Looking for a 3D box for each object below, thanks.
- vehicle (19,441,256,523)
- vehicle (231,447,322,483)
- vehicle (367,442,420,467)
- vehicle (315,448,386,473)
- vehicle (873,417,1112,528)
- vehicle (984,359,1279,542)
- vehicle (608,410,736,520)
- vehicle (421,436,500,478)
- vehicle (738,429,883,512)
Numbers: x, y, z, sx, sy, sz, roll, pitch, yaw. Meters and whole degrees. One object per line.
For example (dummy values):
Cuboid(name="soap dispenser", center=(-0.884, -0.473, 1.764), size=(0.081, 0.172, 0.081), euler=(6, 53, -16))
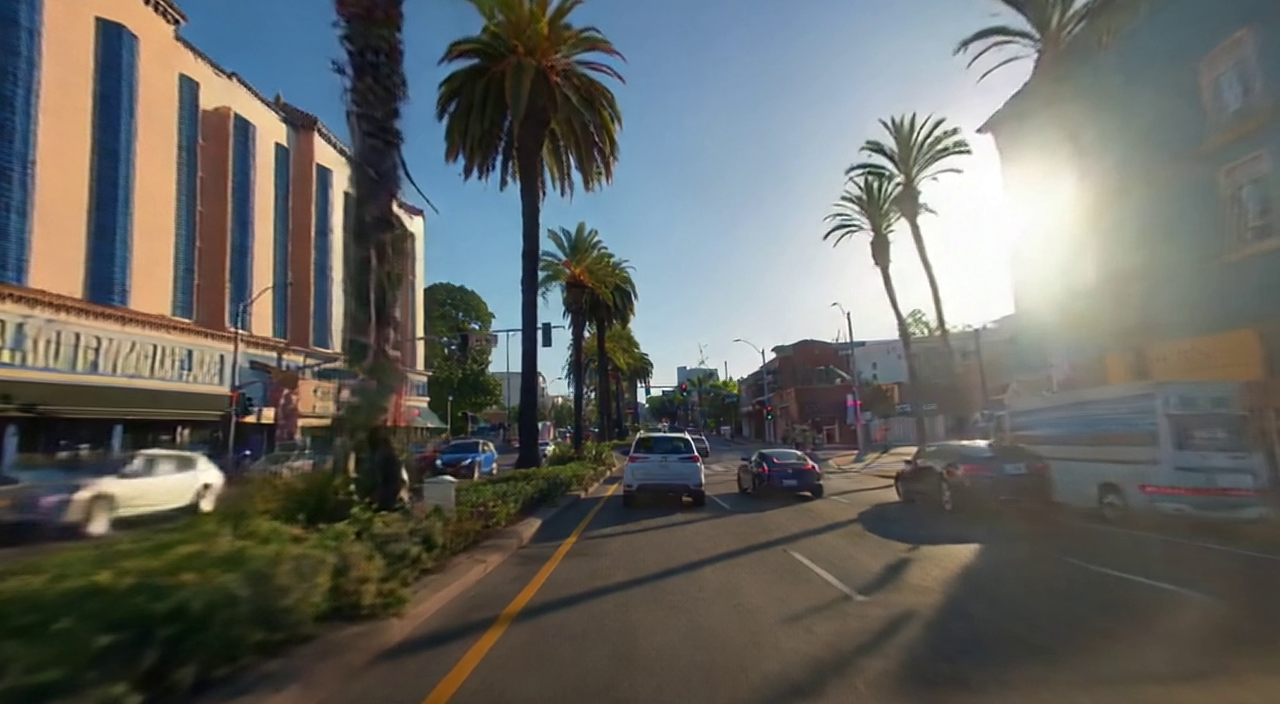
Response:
Cuboid(name="vehicle", center=(-11.872, 3.056, 15.435), size=(2.134, 1.699, 4.342), euler=(0, -9, 1))
Cuboid(name="vehicle", center=(-18.721, 5.809, 32.774), size=(1.972, 1.694, 4.466), euler=(0, -9, 1))
Cuboid(name="vehicle", center=(-17.990, 7.498, 46.336), size=(1.965, 1.747, 4.461), euler=(-1, -9, 2))
Cuboid(name="vehicle", center=(-18.440, 6.932, 40.465), size=(2.070, 1.499, 4.851), euler=(-1, -9, 3))
Cuboid(name="vehicle", center=(7.313, 2.566, 14.018), size=(2.215, 1.973, 5.323), euler=(0, -9, 0))
Cuboid(name="vehicle", center=(10.429, 1.903, 13.644), size=(2.663, 3.061, 5.602), euler=(-2, -5, -1))
Cuboid(name="vehicle", center=(0.649, 2.614, 15.058), size=(2.487, 2.115, 5.444), euler=(0, -9, 1))
Cuboid(name="vehicle", center=(-8.003, 4.740, 28.603), size=(2.050, 1.725, 4.677), euler=(-1, -9, 2))
Cuboid(name="vehicle", center=(4.029, 2.910, 15.959), size=(2.283, 1.738, 4.916), euler=(0, -9, 0))
